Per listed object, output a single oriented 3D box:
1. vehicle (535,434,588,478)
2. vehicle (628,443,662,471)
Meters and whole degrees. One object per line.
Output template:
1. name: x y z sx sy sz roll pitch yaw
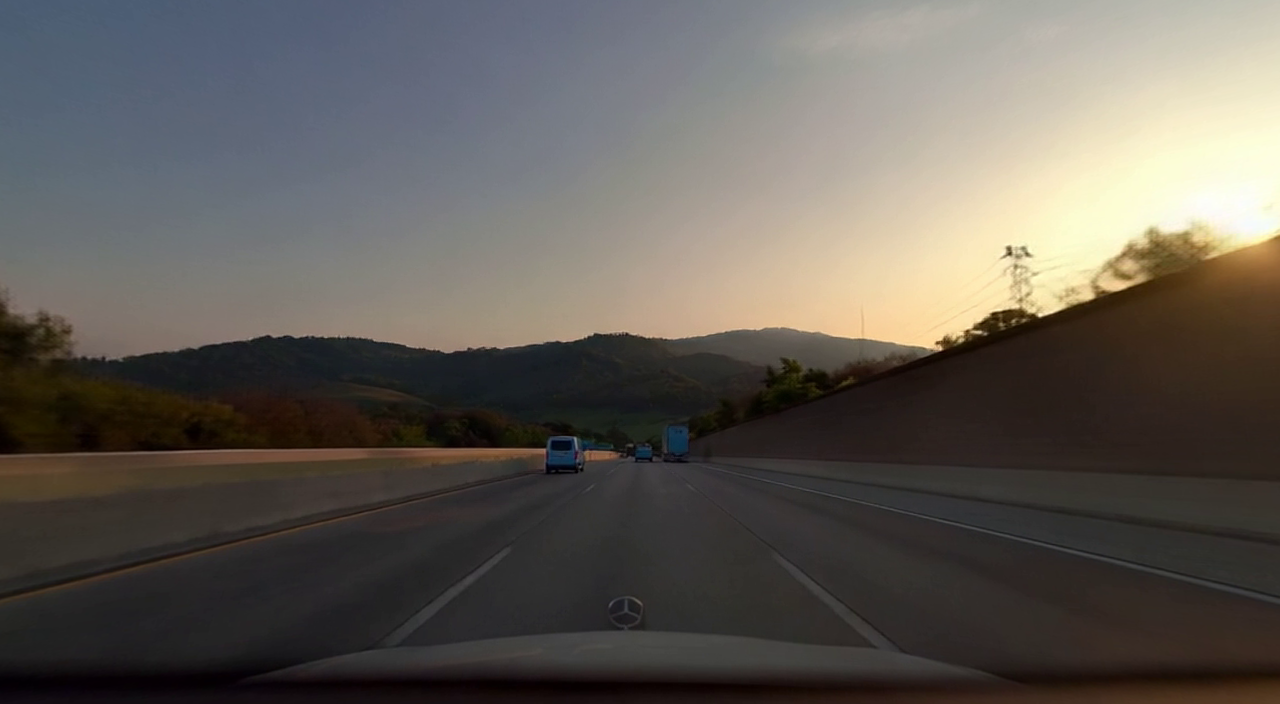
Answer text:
1. vehicle: -3.811 5.148 31.286 1.955 2.004 4.792 0 -9 1
2. vehicle: 0.366 6.954 41.754 2.166 1.747 4.299 0 -9 1
